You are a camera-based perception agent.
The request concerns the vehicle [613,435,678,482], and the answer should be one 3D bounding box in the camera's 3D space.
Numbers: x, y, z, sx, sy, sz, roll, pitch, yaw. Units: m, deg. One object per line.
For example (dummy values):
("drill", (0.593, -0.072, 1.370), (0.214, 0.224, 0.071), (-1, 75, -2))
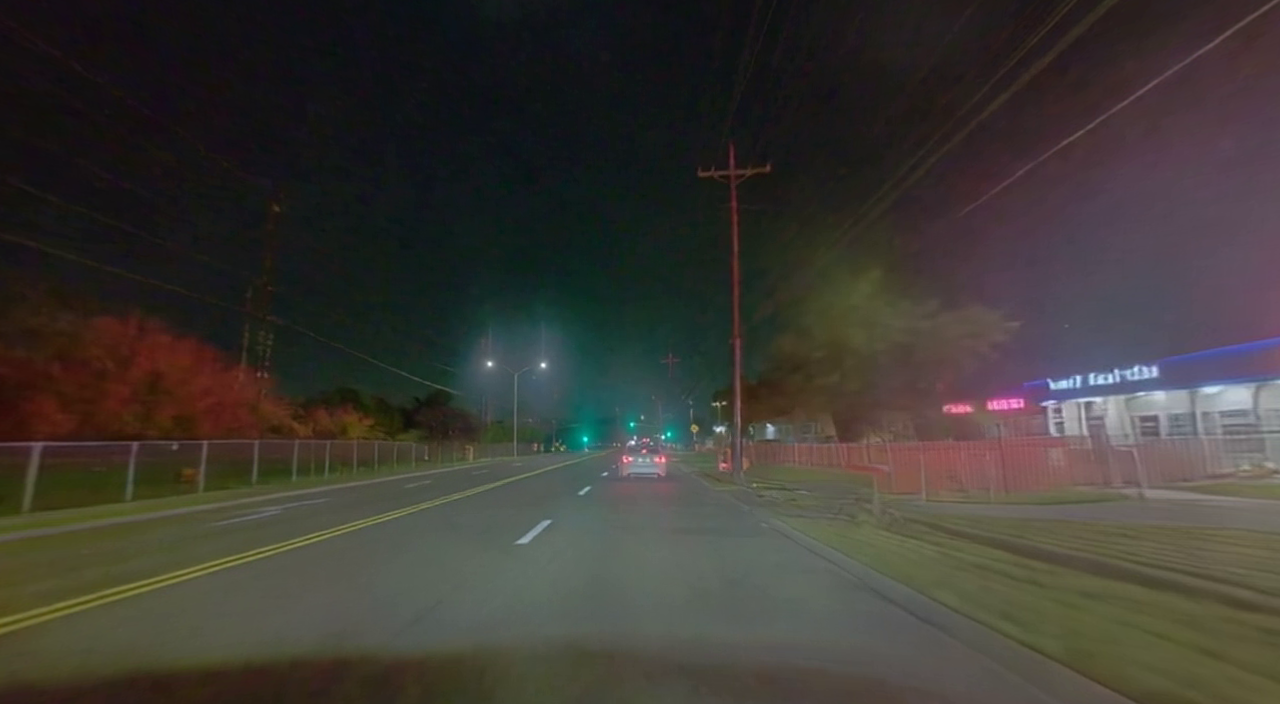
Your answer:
("vehicle", (0.164, 3.821, 22.789), (2.144, 1.514, 4.063), (0, -8, 0))
